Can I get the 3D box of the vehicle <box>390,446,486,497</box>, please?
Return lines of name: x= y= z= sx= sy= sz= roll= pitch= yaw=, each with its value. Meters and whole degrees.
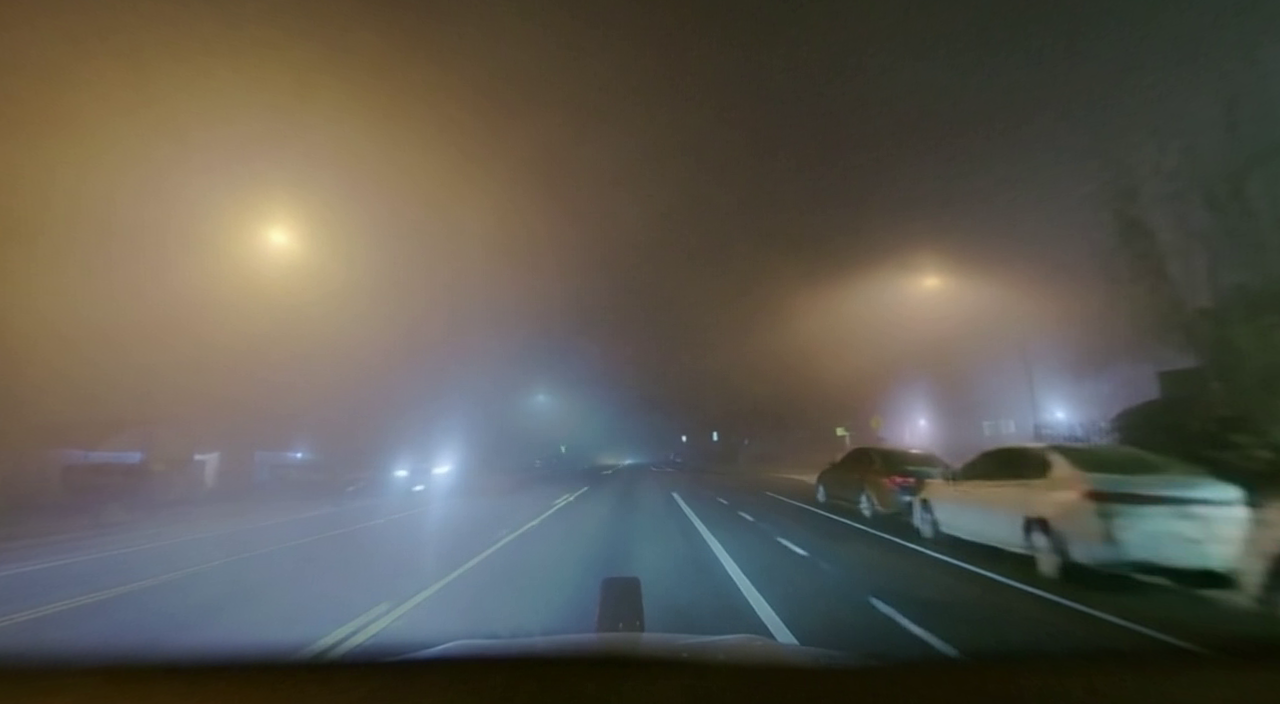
vehicle: x=-7.474 y=4.447 z=23.977 sx=2.092 sy=1.741 sz=4.559 roll=0 pitch=-9 yaw=1

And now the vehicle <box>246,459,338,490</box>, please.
vehicle: x=-20.915 y=7.358 z=38.121 sx=4.340 sy=1.727 sz=2.048 roll=-1 pitch=-9 yaw=2

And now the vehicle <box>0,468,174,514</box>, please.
vehicle: x=-19.471 y=4.895 z=22.382 sx=4.367 sy=1.480 sz=1.903 roll=0 pitch=-9 yaw=2

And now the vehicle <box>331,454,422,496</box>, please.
vehicle: x=-12.630 y=5.892 z=30.741 sx=2.128 sy=1.768 sz=5.306 roll=0 pitch=-9 yaw=0

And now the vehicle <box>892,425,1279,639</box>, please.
vehicle: x=4.885 y=1.646 z=7.026 sx=2.008 sy=1.481 sz=5.049 roll=0 pitch=-9 yaw=-1
